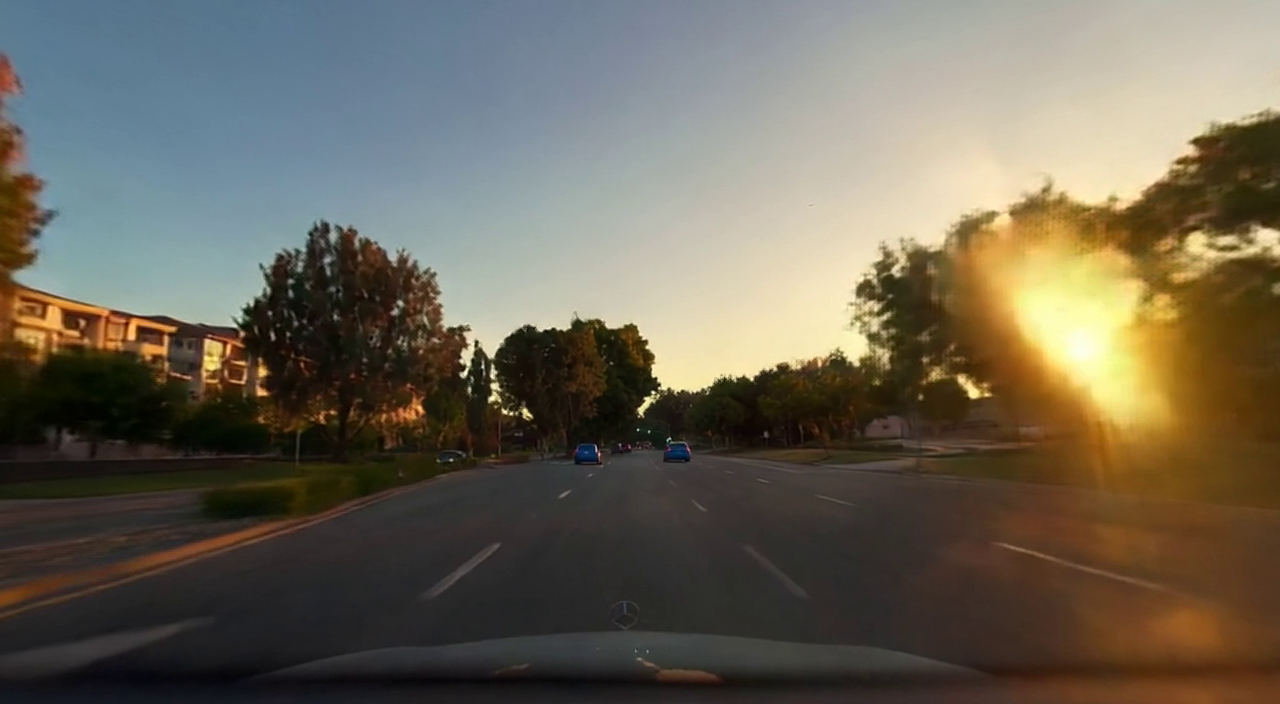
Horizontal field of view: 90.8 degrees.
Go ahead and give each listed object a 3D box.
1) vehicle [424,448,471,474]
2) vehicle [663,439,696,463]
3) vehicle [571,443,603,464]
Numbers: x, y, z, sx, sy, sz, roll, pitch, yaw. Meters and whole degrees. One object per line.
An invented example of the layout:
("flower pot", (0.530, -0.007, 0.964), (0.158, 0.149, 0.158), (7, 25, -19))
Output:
("vehicle", (-12.662, 7.144, 41.725), (1.853, 1.595, 3.960), (0, -8, 0))
("vehicle", (2.872, 7.351, 47.146), (2.072, 1.696, 4.177), (0, -8, -2))
("vehicle", (-4.001, 7.738, 48.316), (2.112, 1.471, 4.212), (0, -8, 0))
